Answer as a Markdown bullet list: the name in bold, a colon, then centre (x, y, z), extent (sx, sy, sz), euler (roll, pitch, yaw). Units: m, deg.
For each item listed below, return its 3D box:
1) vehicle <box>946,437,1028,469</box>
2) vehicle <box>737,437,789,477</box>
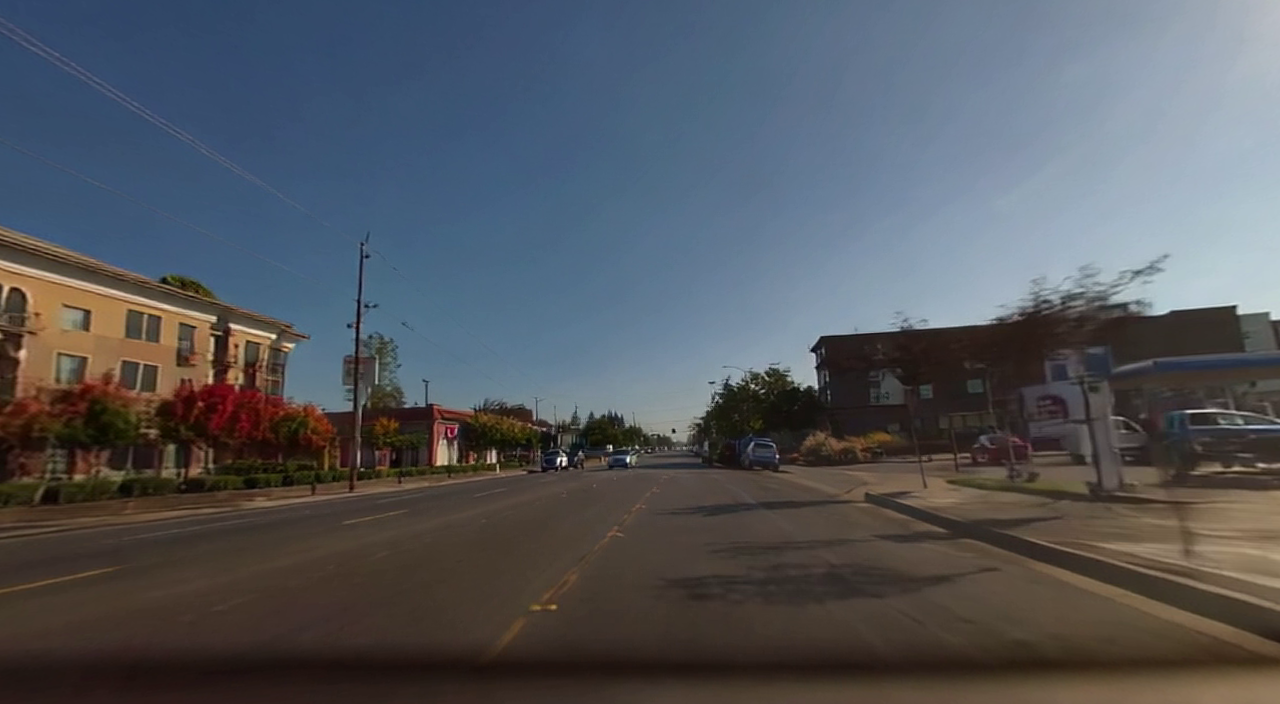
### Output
- **vehicle**: centre (16.877, 4.944, 30.986), extent (1.919, 1.411, 4.440), euler (-1, -9, 7)
- **vehicle**: centre (6.266, 5.399, 32.812), extent (2.194, 1.896, 5.049), euler (-1, -9, 6)
